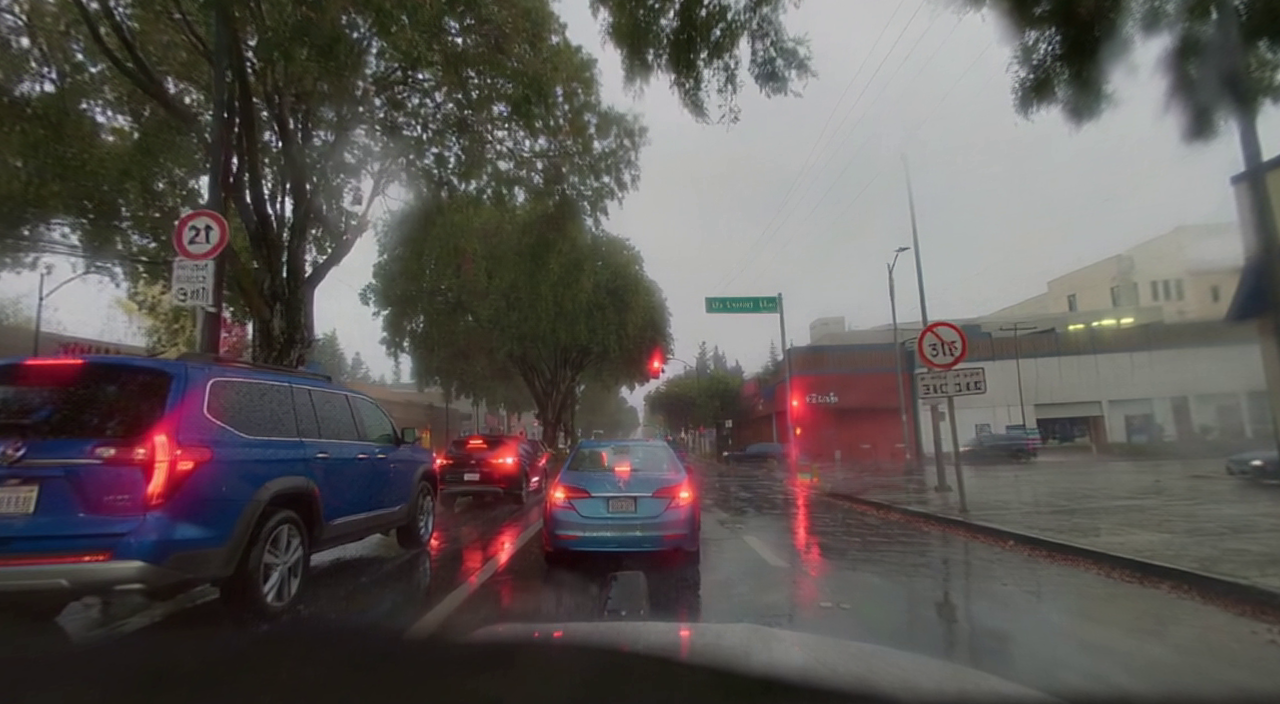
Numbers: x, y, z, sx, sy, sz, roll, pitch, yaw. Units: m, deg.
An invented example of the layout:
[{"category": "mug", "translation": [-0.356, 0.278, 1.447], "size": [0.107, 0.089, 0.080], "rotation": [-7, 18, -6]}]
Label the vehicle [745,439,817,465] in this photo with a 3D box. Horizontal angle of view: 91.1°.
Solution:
[{"category": "vehicle", "translation": [8.214, 5.862, 36.713], "size": [3.924, 1.447, 2.039], "rotation": [-2, -9, 11]}]

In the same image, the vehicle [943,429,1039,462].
[{"category": "vehicle", "translation": [19.473, 5.213, 35.017], "size": [4.116, 1.719, 2.069], "rotation": [-1, -9, 7]}]

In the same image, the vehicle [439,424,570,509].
[{"category": "vehicle", "translation": [-2.926, 2.594, 14.606], "size": [2.047, 1.664, 4.148], "rotation": [0, -8, 1]}]

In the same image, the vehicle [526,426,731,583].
[{"category": "vehicle", "translation": [-0.154, 1.777, 8.176], "size": [1.966, 1.481, 4.146], "rotation": [0, -8, -1]}]

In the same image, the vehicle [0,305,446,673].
[{"category": "vehicle", "translation": [-3.820, 1.138, 6.208], "size": [2.152, 2.118, 5.066], "rotation": [0, -8, 0]}]
